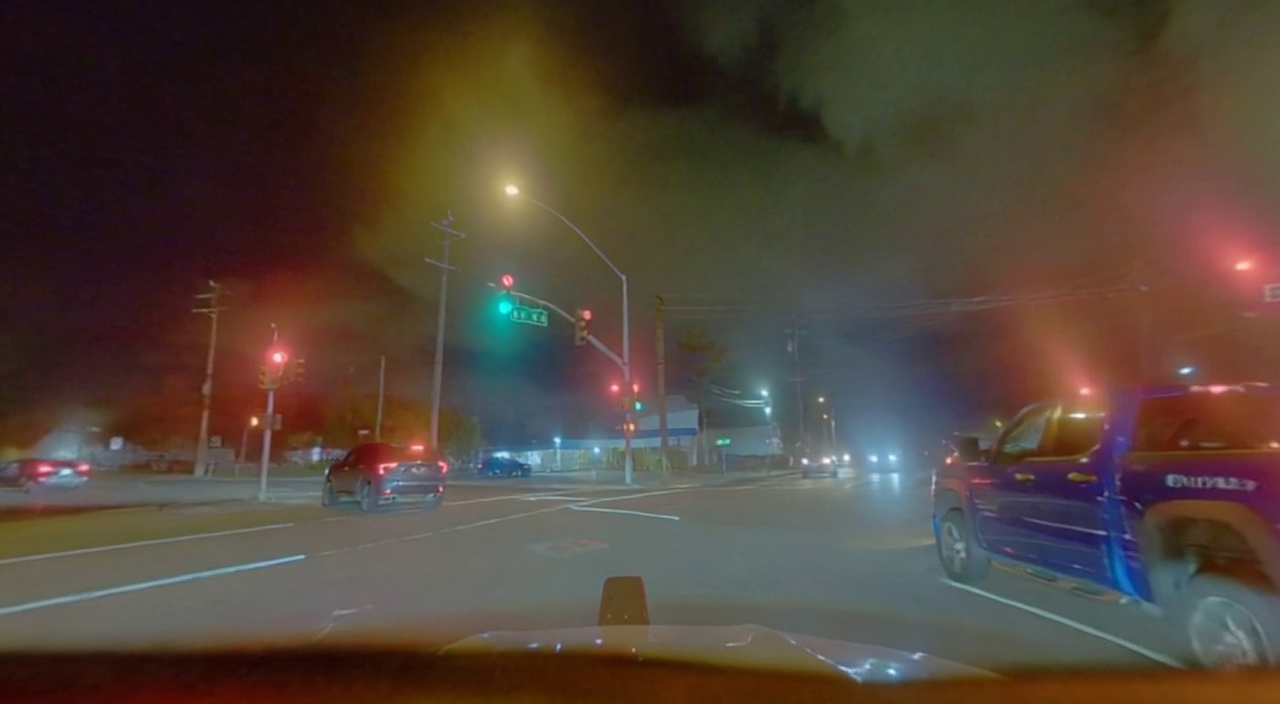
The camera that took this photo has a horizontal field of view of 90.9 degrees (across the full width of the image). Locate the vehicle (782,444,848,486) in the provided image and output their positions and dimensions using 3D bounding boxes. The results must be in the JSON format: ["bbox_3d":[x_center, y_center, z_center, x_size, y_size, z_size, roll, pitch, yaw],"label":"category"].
[{"bbox_3d":[8.916,5.596,31.762,2.303,1.895,5.301,-4,-9,24],"label":"vehicle"}]

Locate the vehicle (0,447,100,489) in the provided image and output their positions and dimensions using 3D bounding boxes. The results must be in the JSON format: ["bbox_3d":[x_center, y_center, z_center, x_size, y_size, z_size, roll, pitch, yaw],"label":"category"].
[{"bbox_3d":[-26.424,5.067,27.867,4.498,1.725,1.921,-4,-9,24],"label":"vehicle"}]

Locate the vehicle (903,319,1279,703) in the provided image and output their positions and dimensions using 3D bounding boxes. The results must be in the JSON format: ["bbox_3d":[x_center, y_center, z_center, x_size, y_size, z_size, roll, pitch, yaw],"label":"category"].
[{"bbox_3d":[3.713,0.910,3.598,2.036,1.818,5.192,0,-8,-2],"label":"vehicle"}]

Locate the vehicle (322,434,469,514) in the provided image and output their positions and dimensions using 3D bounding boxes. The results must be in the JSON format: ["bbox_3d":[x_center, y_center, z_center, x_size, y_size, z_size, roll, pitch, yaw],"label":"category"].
[{"bbox_3d":[-6.824,3.218,17.303,2.141,1.842,4.889,7,-11,-40],"label":"vehicle"}]

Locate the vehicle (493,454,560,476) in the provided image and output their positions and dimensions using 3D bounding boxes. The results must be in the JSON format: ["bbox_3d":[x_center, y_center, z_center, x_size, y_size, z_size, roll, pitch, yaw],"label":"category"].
[{"bbox_3d":[-8.157,8.121,45.533,4.495,1.399,1.715,6,-10,-36],"label":"vehicle"}]

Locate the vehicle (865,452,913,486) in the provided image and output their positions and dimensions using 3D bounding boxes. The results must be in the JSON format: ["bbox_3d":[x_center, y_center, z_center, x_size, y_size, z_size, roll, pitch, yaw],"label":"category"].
[{"bbox_3d":[12.438,5.757,31.301,1.856,1.448,4.455,-4,-9,25],"label":"vehicle"}]
